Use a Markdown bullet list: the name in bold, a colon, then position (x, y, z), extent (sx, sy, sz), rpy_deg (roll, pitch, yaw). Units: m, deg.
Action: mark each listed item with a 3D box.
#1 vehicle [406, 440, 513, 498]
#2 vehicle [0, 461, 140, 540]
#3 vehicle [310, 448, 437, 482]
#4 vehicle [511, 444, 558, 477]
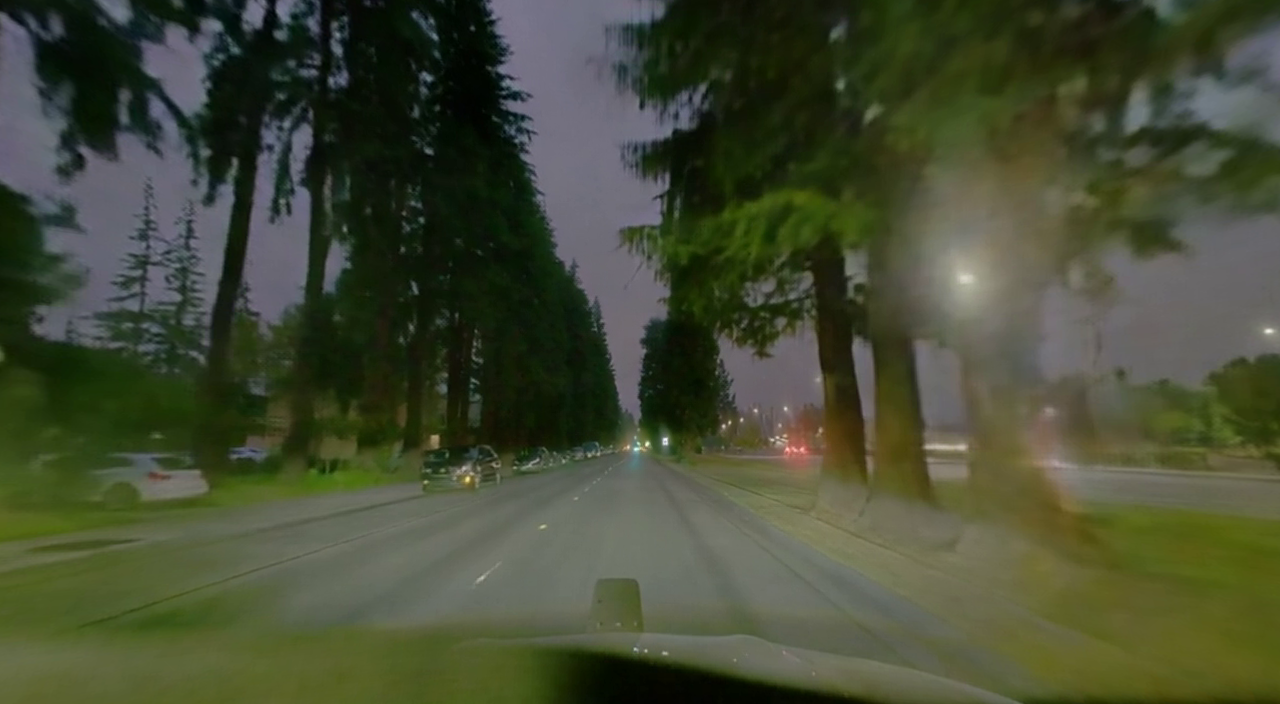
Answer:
- **vehicle**: position (-6.566, 4.271, 23.702), extent (2.350, 1.892, 5.542), rpy_deg (1, -8, 0)
- **vehicle**: position (-13.639, 3.093, 13.467), extent (4.116, 1.393, 2.016), rpy_deg (2, -9, 1)
- **vehicle**: position (-14.075, 6.013, 33.544), extent (5.742, 1.668, 2.296), rpy_deg (1, -8, -3)
- **vehicle**: position (-6.626, 6.849, 40.062), extent (2.020, 1.842, 5.116), rpy_deg (1, -8, 1)
